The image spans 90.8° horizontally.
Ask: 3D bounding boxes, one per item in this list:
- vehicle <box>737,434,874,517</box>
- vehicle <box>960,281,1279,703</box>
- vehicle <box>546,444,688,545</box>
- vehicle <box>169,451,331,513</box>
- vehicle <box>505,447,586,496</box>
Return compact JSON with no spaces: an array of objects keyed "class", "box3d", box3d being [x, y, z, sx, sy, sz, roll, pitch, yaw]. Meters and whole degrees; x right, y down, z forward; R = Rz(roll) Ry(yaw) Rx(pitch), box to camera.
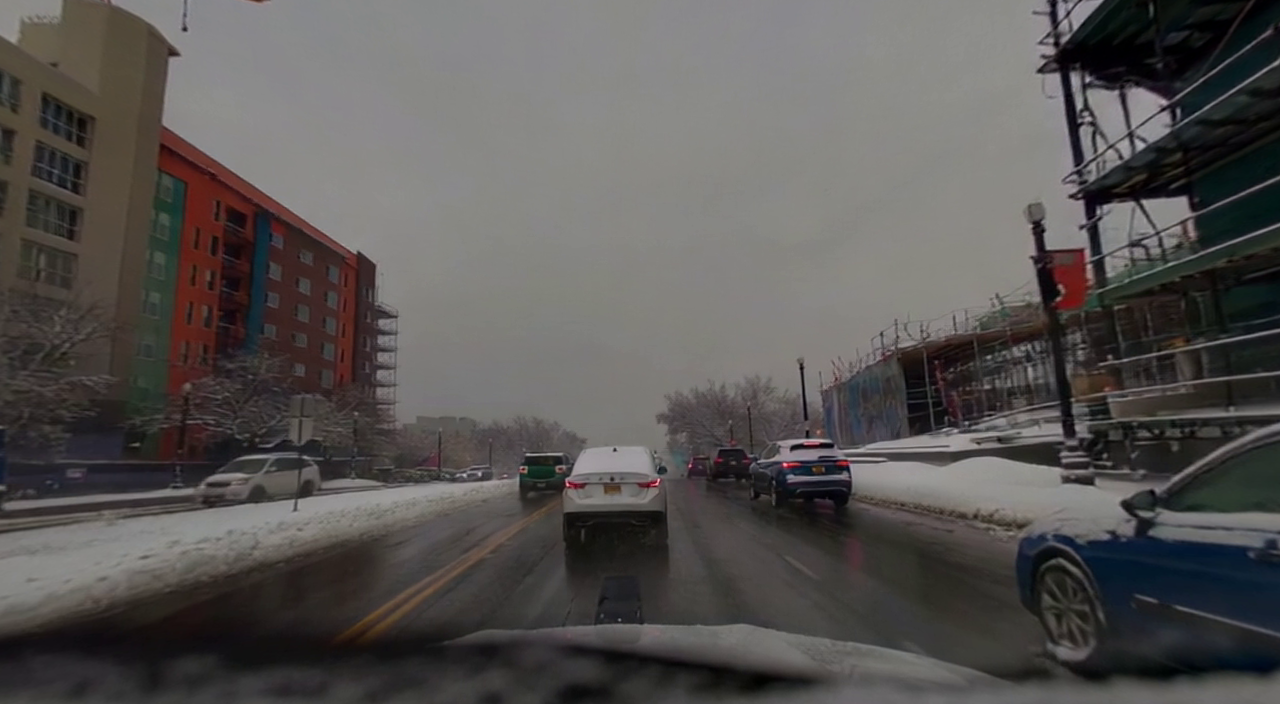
[{"class":"vehicle","box3d":[4.041,3.098,16.460,2.185,1.797,4.934,0,-9,0]},{"class":"vehicle","box3d":[3.541,0.666,2.110,2.182,1.954,5.341,0,-9,1]},{"class":"vehicle","box3d":[-0.275,2.464,11.651,2.131,1.496,4.193,0,-8,2]},{"class":"vehicle","box3d":[-12.854,4.273,21.311,2.136,1.764,4.855,-1,-9,3]},{"class":"vehicle","box3d":[-3.513,4.511,24.303,2.201,1.691,4.305,-1,-9,4]}]
